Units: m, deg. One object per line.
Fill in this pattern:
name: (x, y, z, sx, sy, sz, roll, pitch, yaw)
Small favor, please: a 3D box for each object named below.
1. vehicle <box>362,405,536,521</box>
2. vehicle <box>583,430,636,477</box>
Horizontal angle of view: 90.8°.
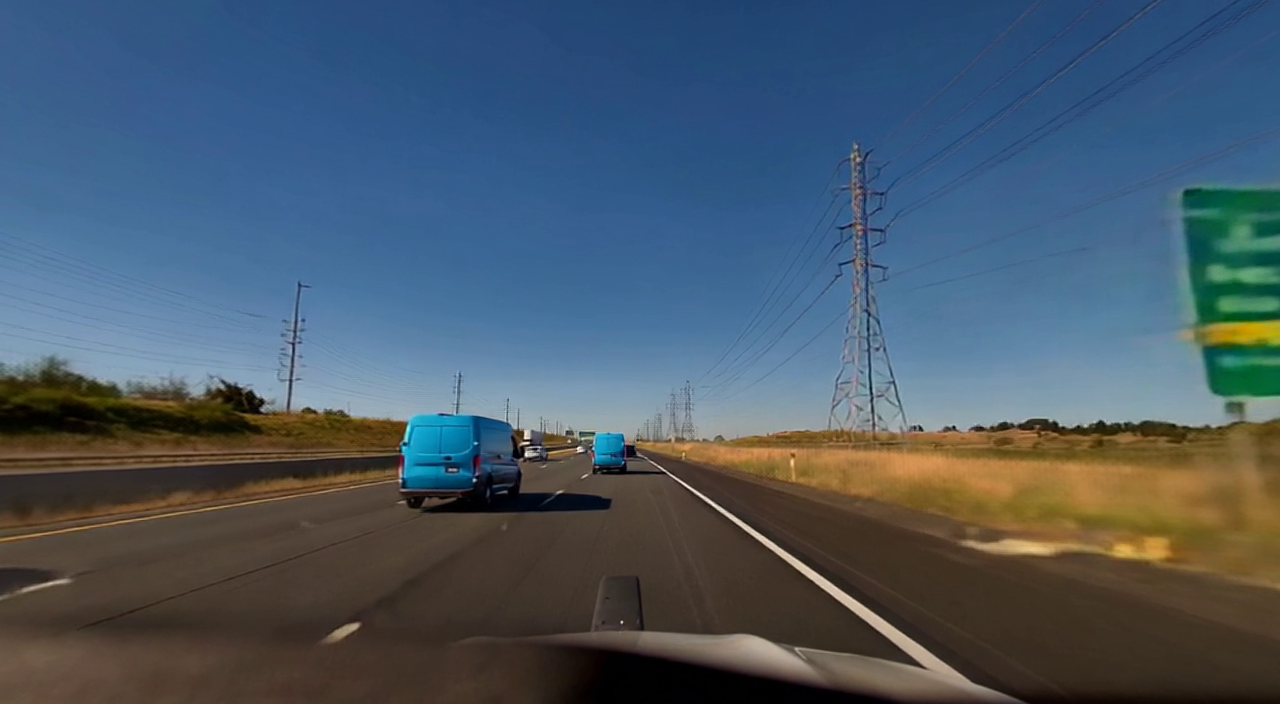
vehicle: (-3.760, 2.331, 13.602, 2.145, 2.010, 4.980, 0, -9, 0)
vehicle: (-1.335, 4.831, 30.096, 2.197, 2.011, 5.130, 0, -9, 1)
